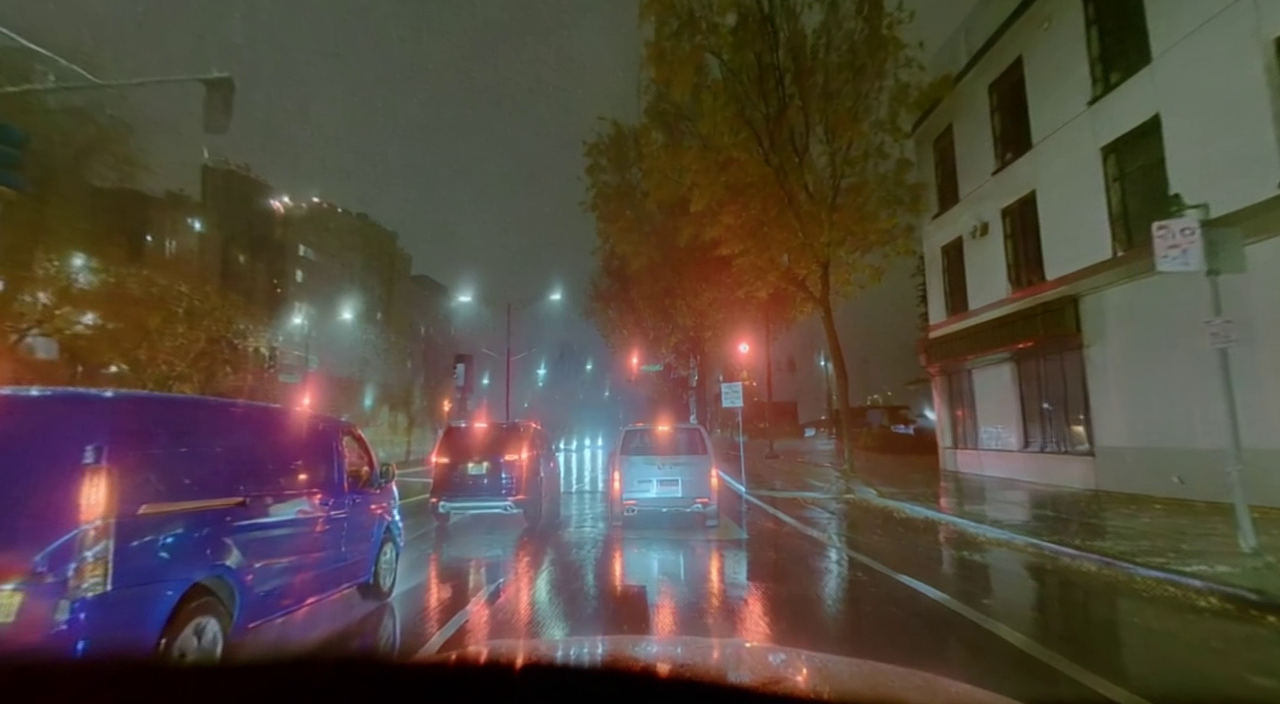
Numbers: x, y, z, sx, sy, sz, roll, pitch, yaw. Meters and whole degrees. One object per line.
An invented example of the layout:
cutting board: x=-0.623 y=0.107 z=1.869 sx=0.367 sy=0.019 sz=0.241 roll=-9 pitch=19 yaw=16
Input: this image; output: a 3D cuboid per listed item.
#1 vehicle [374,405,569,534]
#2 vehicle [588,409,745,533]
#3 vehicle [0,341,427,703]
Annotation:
vehicle: x=-2.633 y=1.997 z=11.224 sx=2.124 sy=1.799 sz=4.587 roll=0 pitch=-8 yaw=1
vehicle: x=0.389 y=1.960 z=10.883 sx=2.205 sy=1.727 sz=3.917 roll=0 pitch=-8 yaw=1
vehicle: x=-3.159 y=1.088 z=4.484 sx=1.940 sy=1.722 sz=3.823 roll=0 pitch=-8 yaw=0
